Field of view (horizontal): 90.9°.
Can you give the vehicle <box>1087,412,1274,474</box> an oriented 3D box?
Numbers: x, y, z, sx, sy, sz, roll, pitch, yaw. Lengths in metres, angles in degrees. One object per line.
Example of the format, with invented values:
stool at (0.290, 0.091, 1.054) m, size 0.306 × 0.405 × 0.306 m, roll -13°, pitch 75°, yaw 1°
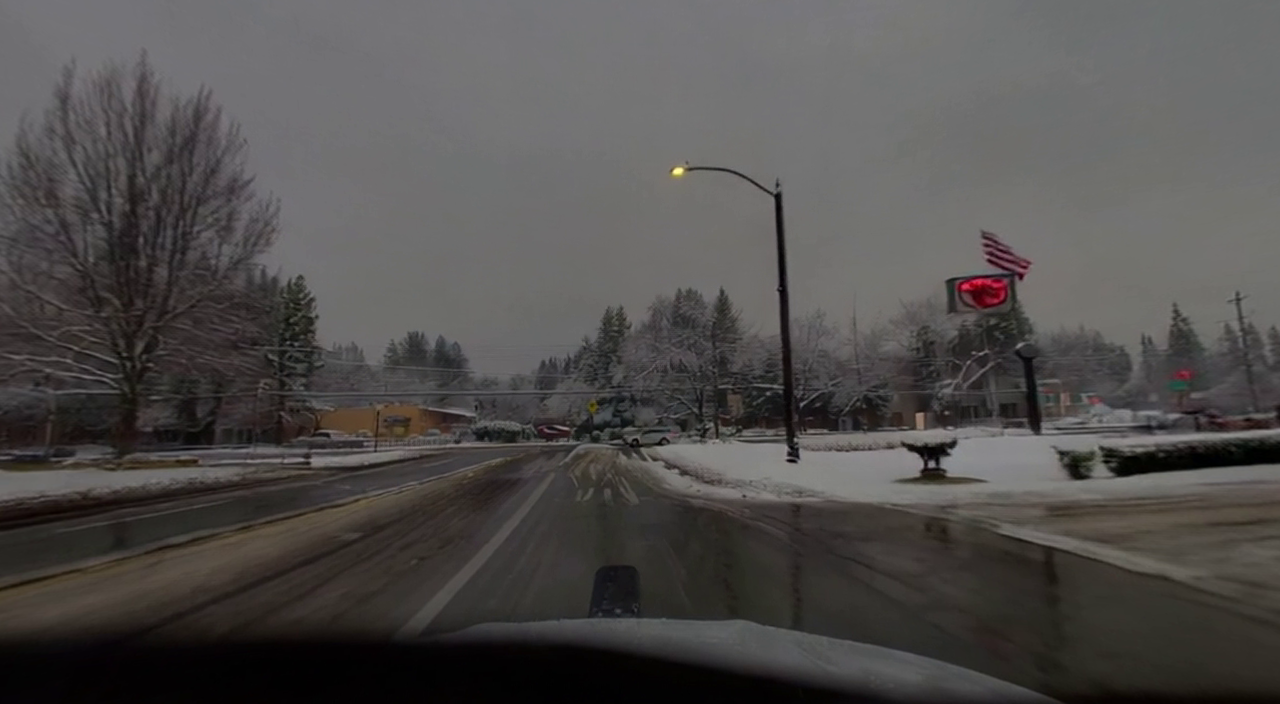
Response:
vehicle at (19.479, 3.293, 23.082) m, size 1.949 × 2.002 × 4.914 m, roll 1°, pitch -8°, yaw -11°
